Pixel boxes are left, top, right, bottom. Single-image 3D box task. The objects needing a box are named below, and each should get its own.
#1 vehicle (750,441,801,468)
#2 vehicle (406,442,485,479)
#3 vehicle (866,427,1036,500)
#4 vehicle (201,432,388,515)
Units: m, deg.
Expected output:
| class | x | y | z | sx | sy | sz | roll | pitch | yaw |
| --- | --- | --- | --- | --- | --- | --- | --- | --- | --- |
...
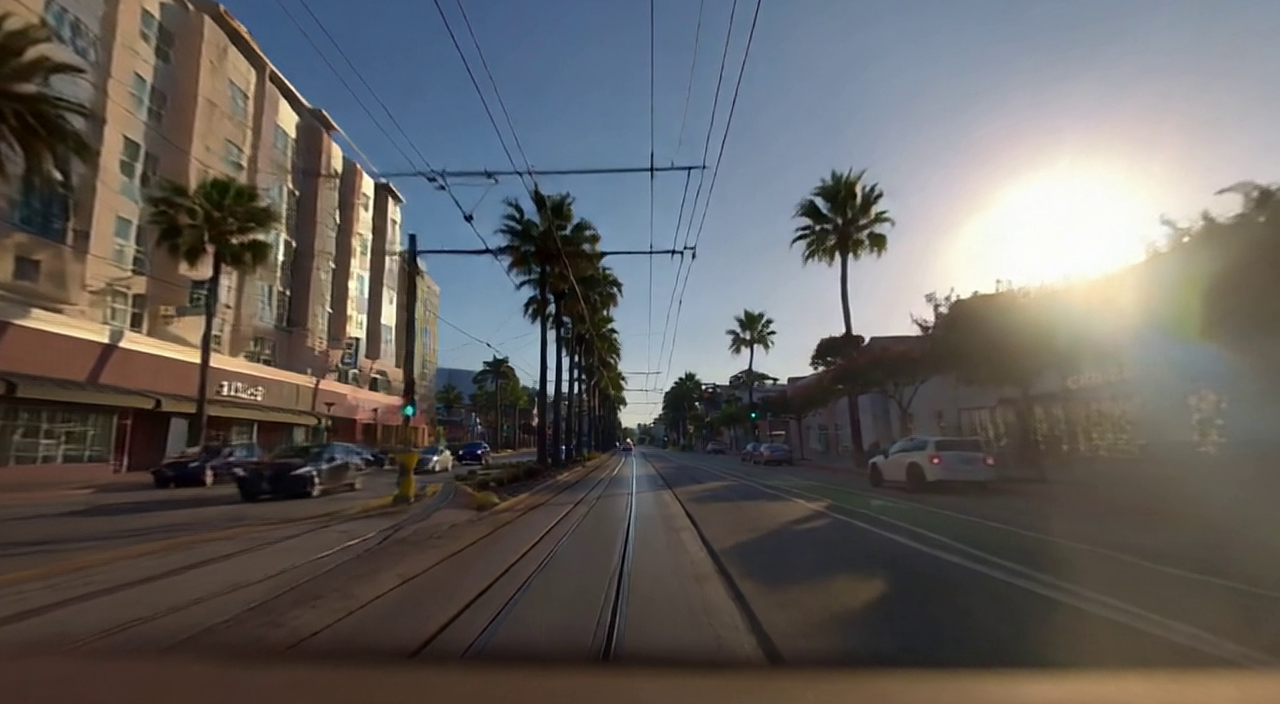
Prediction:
| class | x | y | z | sx | sy | sz | roll | pitch | yaw |
| --- | --- | --- | --- | --- | --- | --- | --- | --- | --- |
| vehicle | 7.973 | 6.085 | 37.496 | 1.816 | 1.488 | 4.102 | 1 | -8 | -5 |
| vehicle | -8.450 | 4.740 | 27.832 | 2.046 | 1.475 | 4.426 | 0 | -8 | 0 |
| vehicle | 8.068 | 2.928 | 17.024 | 1.995 | 1.677 | 4.863 | 0 | -8 | -1 |
| vehicle | -7.511 | 2.651 | 14.299 | 2.013 | 1.590 | 4.241 | 1 | -8 | -3 |
